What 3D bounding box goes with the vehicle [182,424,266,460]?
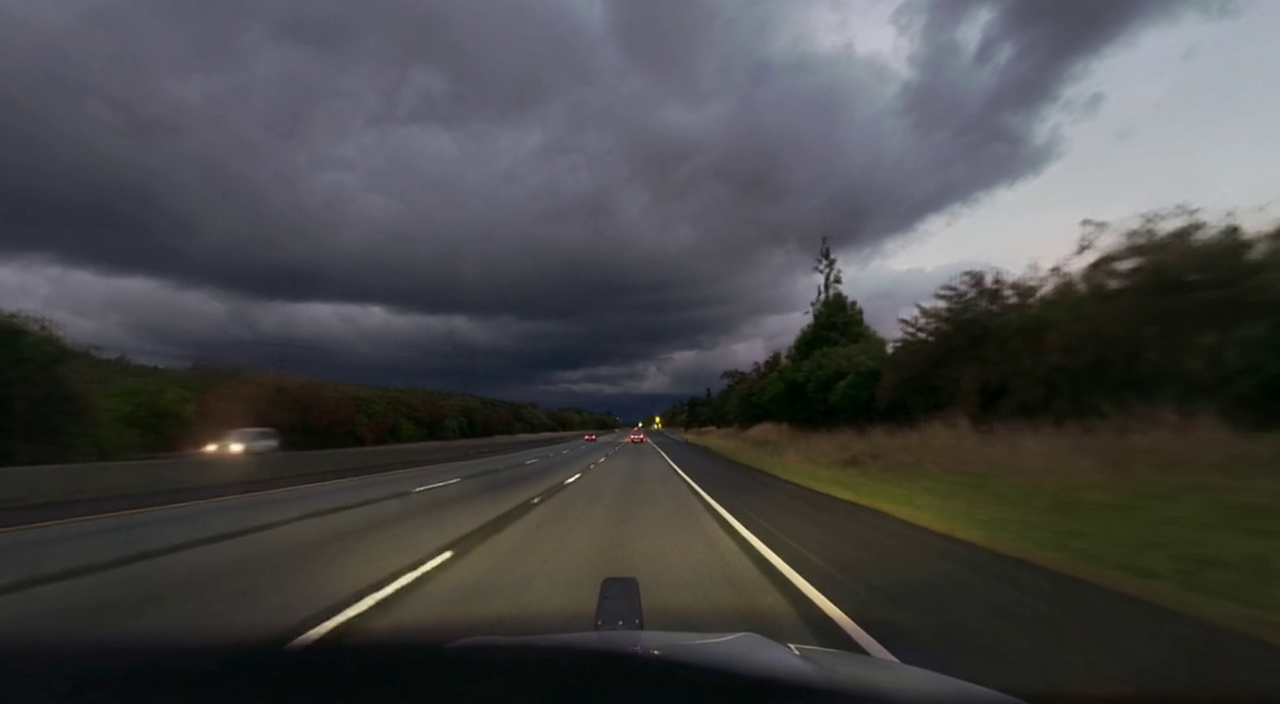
[{"bbox_3d":[-32.551,7.093,49.581,2.376,2.674,5.878,0,-8,2],"label":"vehicle"}]
